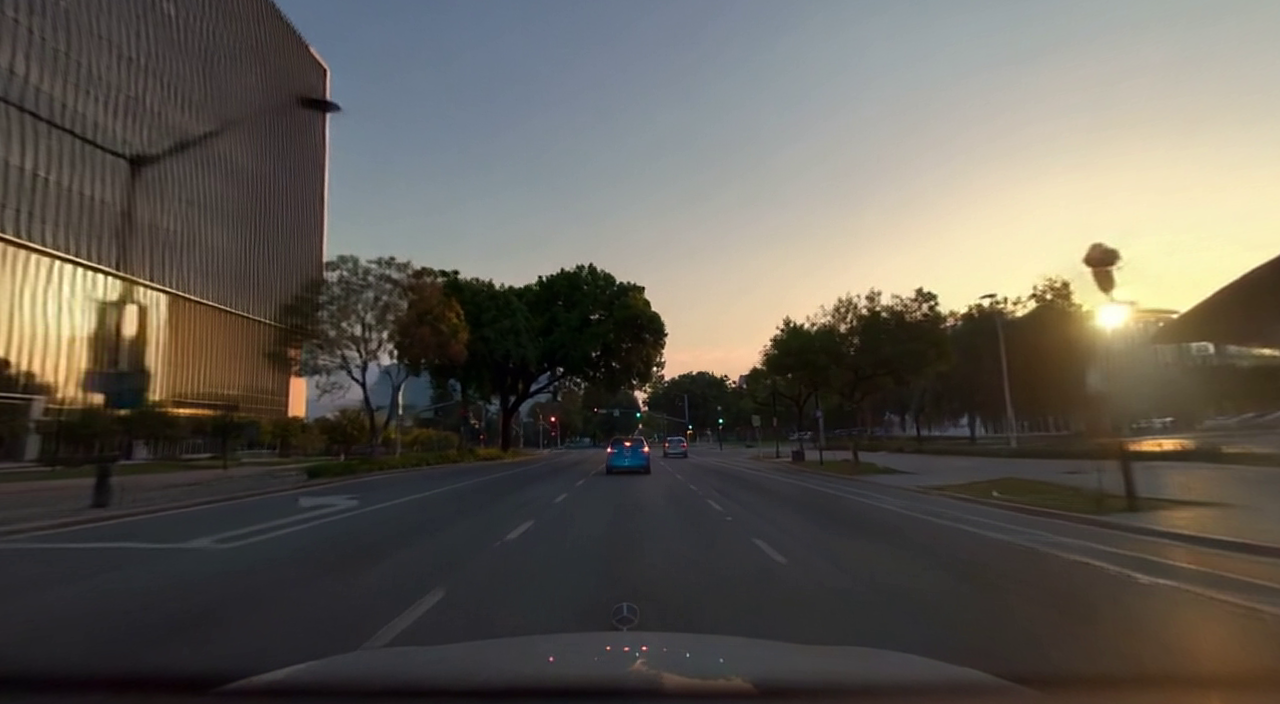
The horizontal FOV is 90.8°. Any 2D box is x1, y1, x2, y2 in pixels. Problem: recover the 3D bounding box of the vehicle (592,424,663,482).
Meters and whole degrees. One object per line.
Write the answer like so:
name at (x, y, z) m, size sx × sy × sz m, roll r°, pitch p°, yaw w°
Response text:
vehicle at (-0.438, 3.624, 22.840) m, size 2.313 × 1.860 × 4.319 m, roll 0°, pitch -9°, yaw -1°
